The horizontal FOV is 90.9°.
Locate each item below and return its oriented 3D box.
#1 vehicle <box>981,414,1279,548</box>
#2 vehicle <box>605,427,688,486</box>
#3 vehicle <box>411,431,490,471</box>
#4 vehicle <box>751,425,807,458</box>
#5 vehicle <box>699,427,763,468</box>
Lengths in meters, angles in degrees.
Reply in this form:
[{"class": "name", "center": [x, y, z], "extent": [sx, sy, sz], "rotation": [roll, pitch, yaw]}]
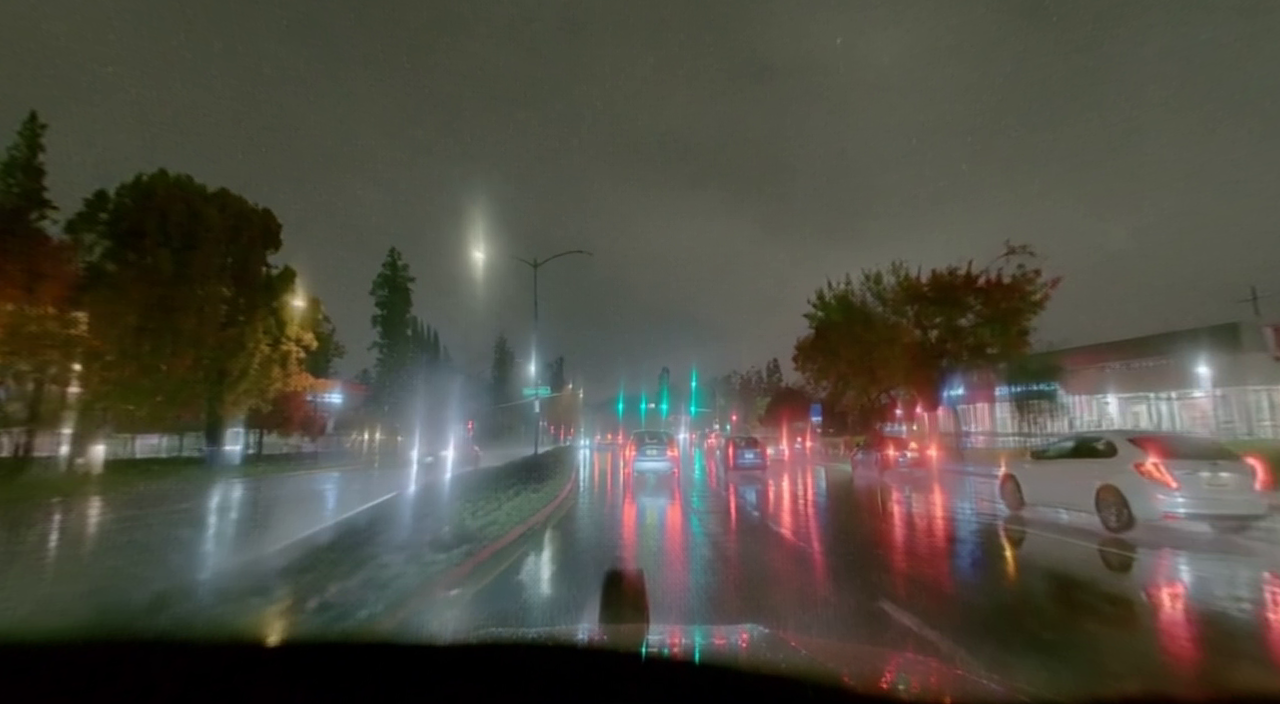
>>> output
[{"class": "vehicle", "center": [7.283, 1.781, 9.451], "extent": [1.892, 1.515, 4.400], "rotation": [0, -8, 1]}, {"class": "vehicle", "center": [0.211, 2.932, 17.982], "extent": [2.096, 1.473, 3.893], "rotation": [-1, -8, 1]}, {"class": "vehicle", "center": [-8.335, 4.391, 28.172], "extent": [2.044, 1.610, 4.463], "rotation": [-1, -8, 2]}, {"class": "vehicle", "center": [7.615, 4.971, 34.934], "extent": [2.044, 1.701, 4.397], "rotation": [0, -8, 0]}, {"class": "vehicle", "center": [3.689, 3.954, 26.275], "extent": [1.988, 1.528, 4.144], "rotation": [0, -8, -1]}]
